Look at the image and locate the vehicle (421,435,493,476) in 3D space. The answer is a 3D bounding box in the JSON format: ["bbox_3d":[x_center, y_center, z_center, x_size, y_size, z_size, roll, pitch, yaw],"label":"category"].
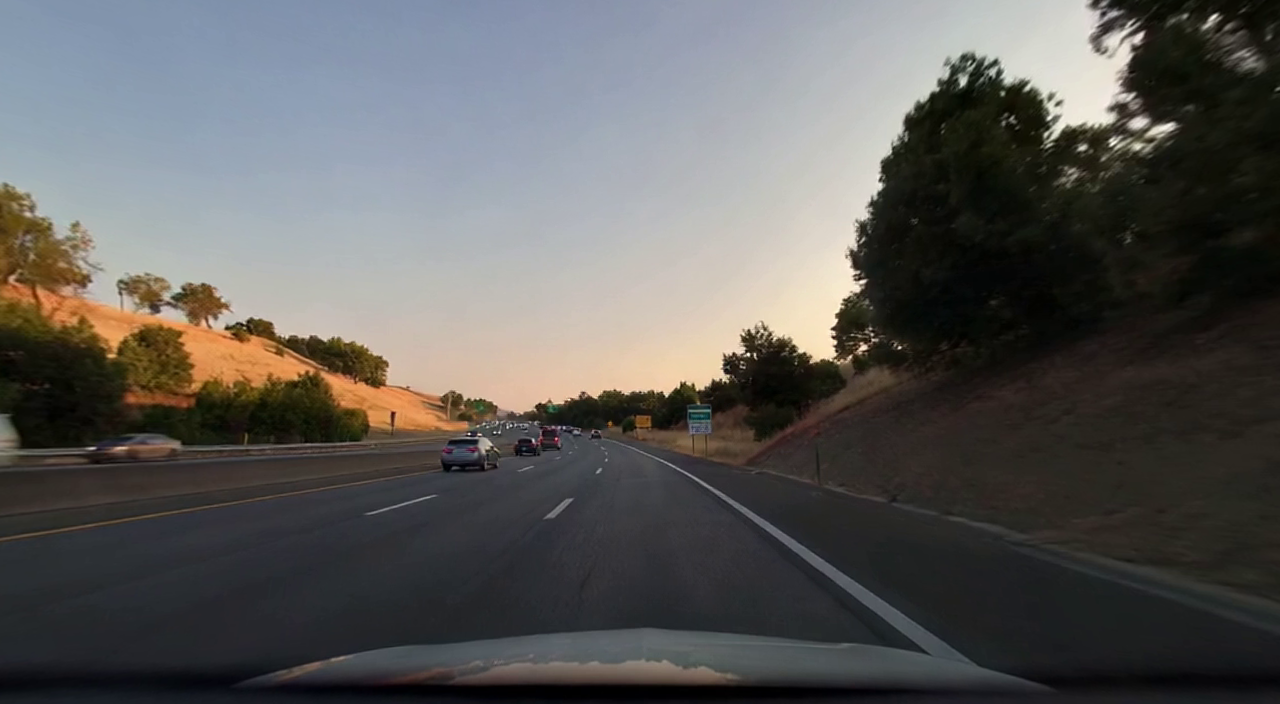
[{"bbox_3d":[-7.705,4.397,27.015,1.931,1.608,3.977,0,-8,-1],"label":"vehicle"}]

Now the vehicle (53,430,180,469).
[{"bbox_3d":[-24.706,4.604,30.028,2.099,1.687,4.680,0,-8,-2],"label":"vehicle"}]
